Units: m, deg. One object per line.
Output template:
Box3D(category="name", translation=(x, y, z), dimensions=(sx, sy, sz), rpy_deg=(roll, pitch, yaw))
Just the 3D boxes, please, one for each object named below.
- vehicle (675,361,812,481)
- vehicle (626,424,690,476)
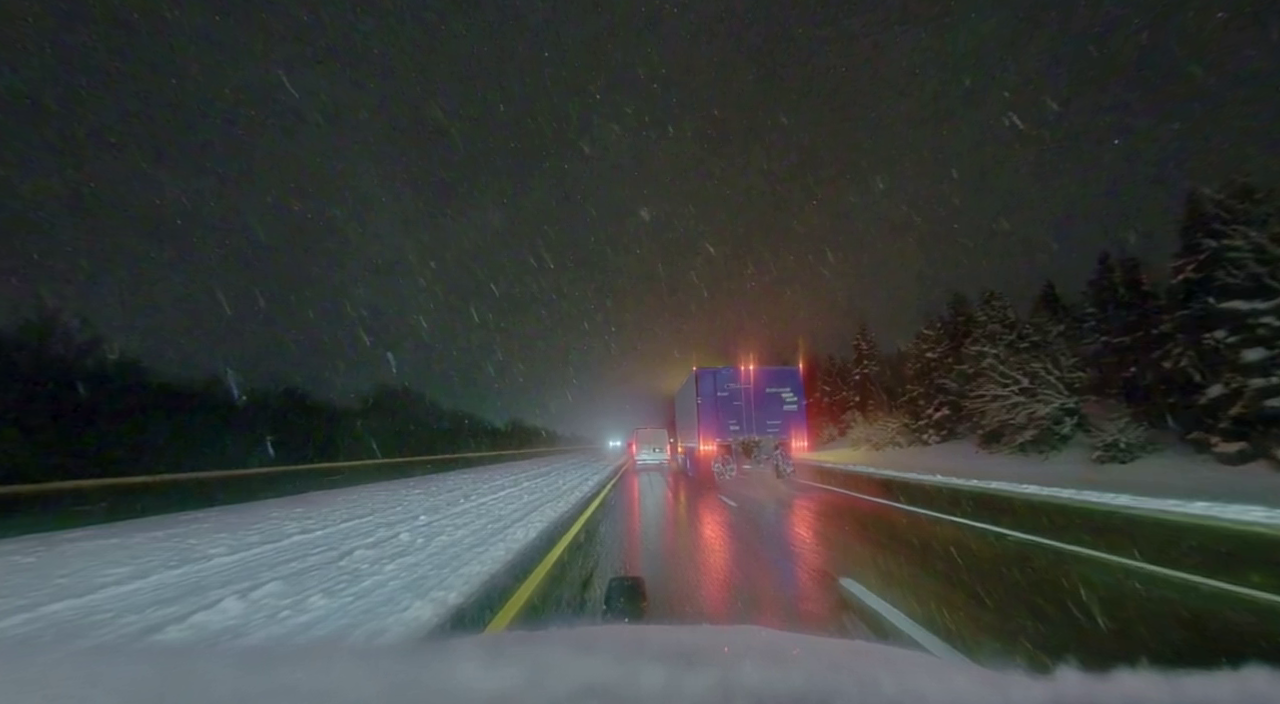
Box3D(category="vehicle", translation=(4.098, 3.622, 30.664), dimensions=(3.892, 4.216, 16.830), rpy_deg=(0, -8, 0))
Box3D(category="vehicle", translation=(0.708, 4.164, 26.906), dimensions=(2.469, 2.027, 4.554), rpy_deg=(0, -8, 0))
